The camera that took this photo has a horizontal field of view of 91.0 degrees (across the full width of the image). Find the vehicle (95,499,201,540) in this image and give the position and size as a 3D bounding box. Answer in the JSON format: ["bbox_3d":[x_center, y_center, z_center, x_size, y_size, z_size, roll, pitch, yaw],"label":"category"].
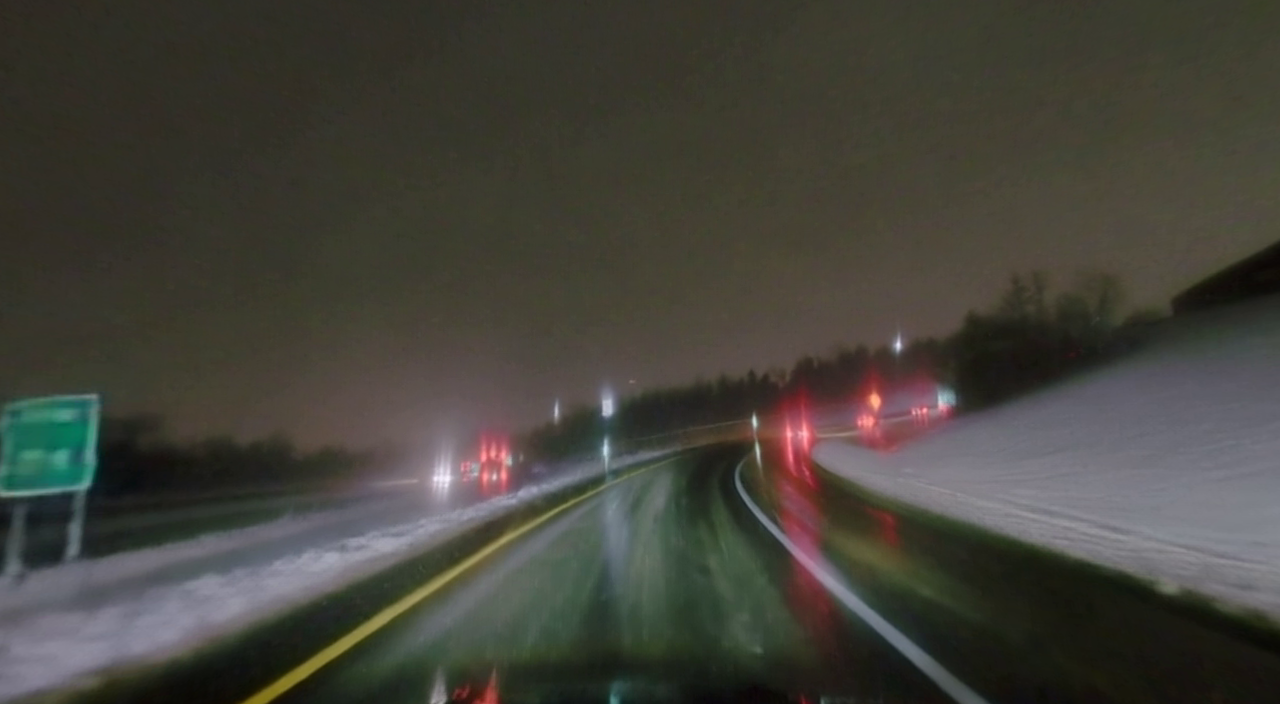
[{"bbox_3d":[-25.551,8.688,32.958,2.045,1.513,4.795,1,-9,-7],"label":"vehicle"}]
